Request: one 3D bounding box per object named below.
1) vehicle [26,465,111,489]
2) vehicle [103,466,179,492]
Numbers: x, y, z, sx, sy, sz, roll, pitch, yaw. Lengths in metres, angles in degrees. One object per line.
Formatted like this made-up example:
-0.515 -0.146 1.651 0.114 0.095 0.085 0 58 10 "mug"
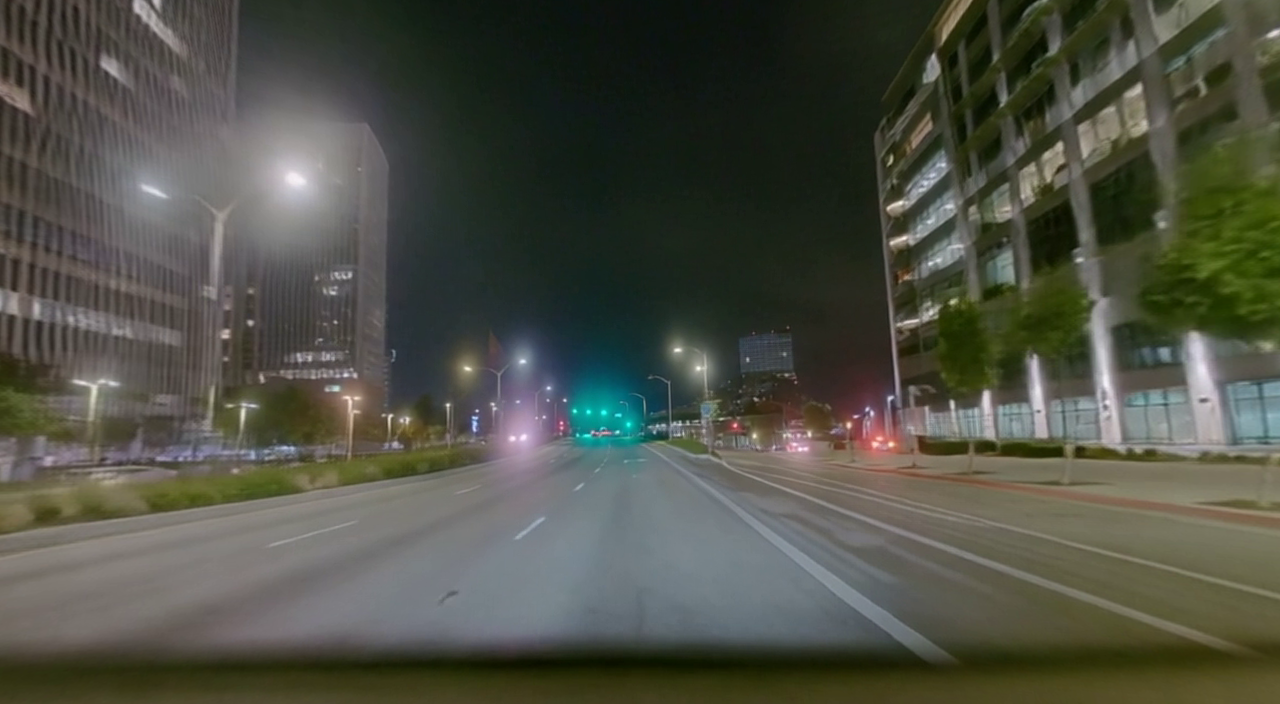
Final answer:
-38.492 8.427 42.679 3.676 1.439 2.028 4 -9 -24 "vehicle"
-32.980 8.367 41.888 1.743 1.435 4.183 -1 -9 -2 "vehicle"
